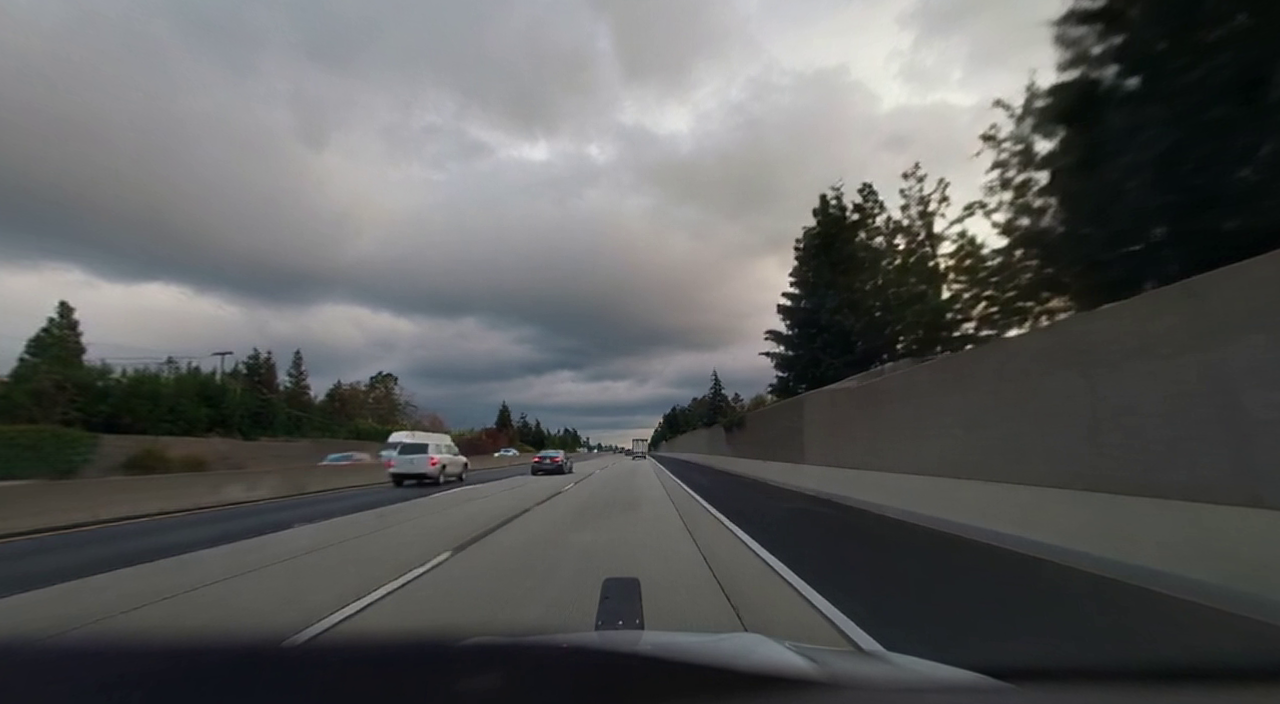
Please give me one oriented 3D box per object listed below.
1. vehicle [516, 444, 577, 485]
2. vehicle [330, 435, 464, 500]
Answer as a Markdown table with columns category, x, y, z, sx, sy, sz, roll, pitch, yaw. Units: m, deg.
| category | x | y | z | sx | sy | sz | roll | pitch | yaw |
| --- | --- | --- | --- | --- | --- | --- | --- | --- | --- |
| vehicle | -3.753 | 4.565 | 25.861 | 1.893 | 1.521 | 3.742 | 0 | -9 | 0 |
| vehicle | -7.258 | 3.502 | 19.566 | 2.173 | 1.722 | 4.869 | 0 | -9 | 0 |
